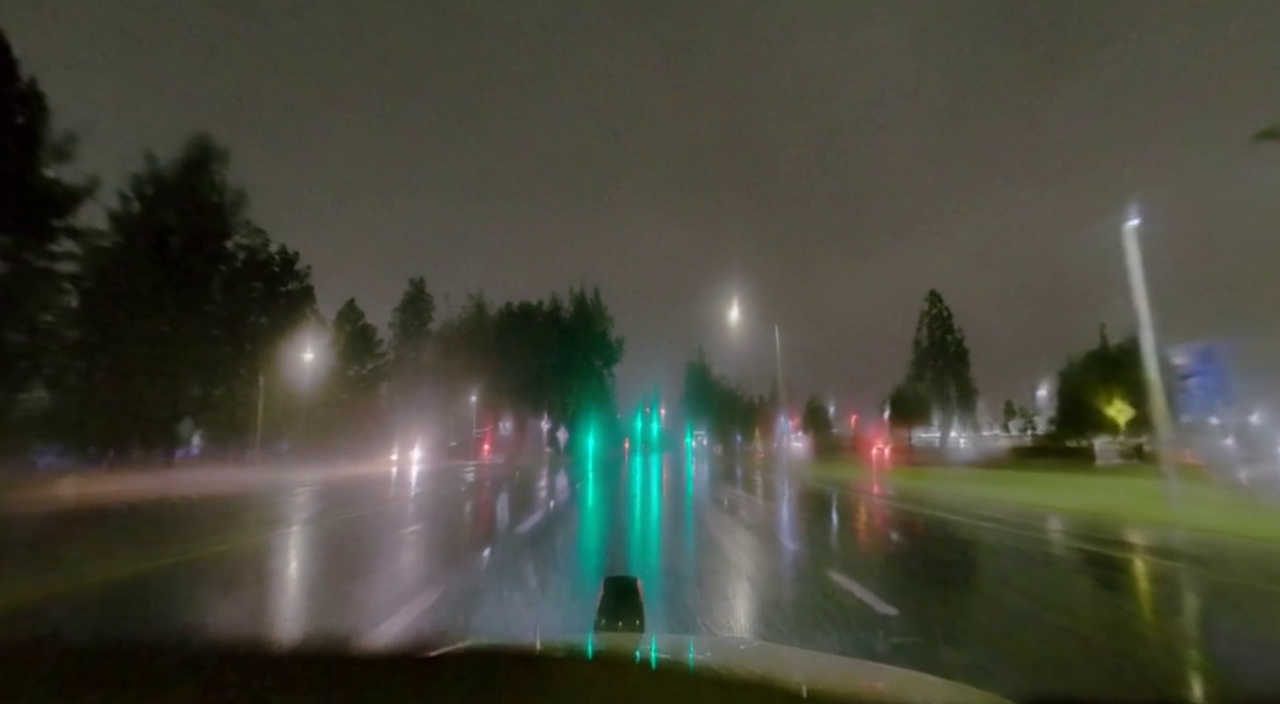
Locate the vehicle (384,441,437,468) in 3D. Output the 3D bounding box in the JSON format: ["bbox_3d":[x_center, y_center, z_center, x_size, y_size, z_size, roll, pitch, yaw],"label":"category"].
[{"bbox_3d":[-16.446,7.342,45.477,2.025,1.802,4.468,0,-8,1],"label":"vehicle"}]
